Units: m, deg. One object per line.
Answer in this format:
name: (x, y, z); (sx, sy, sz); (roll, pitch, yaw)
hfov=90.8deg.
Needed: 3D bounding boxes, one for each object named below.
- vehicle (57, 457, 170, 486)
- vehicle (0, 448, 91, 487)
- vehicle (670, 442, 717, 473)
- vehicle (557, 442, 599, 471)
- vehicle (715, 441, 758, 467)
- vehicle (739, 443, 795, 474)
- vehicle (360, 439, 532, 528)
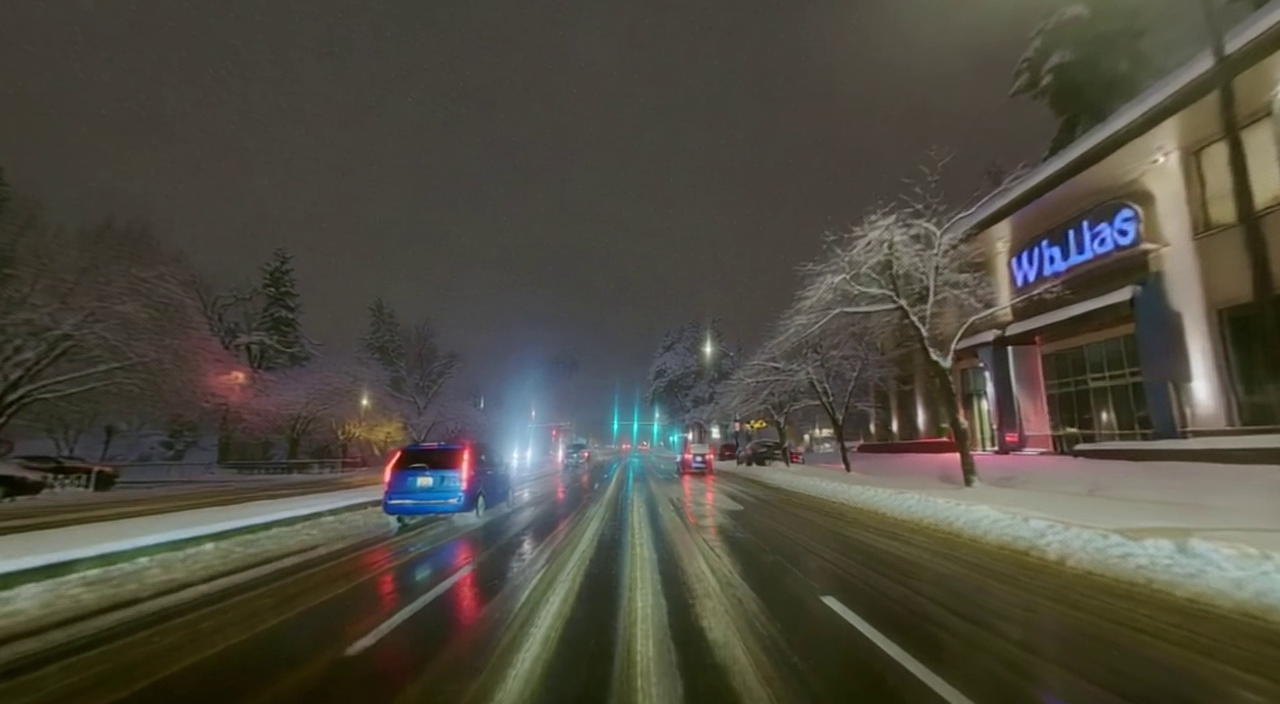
vehicle: (-29.366, 6.683, 35.337); (4.604, 1.498, 1.899); (0, -9, 1)
vehicle: (-29.393, 5.441, 29.733); (4.987, 1.709, 2.267); (-1, -9, 2)
vehicle: (2.741, 5.566, 33.551); (1.961, 1.482, 4.538); (0, -9, -2)
vehicle: (-3.876, 6.642, 40.462); (2.145, 1.694, 4.642); (0, -8, 1)
vehicle: (6.373, 6.802, 42.143); (1.983, 1.618, 4.108); (0, -9, -3)
vehicle: (6.601, 5.544, 33.234); (1.896, 1.479, 4.416); (0, -8, -2)
vehicle: (-3.598, 2.514, 12.718); (2.060, 1.466, 4.387); (0, -9, 0)
